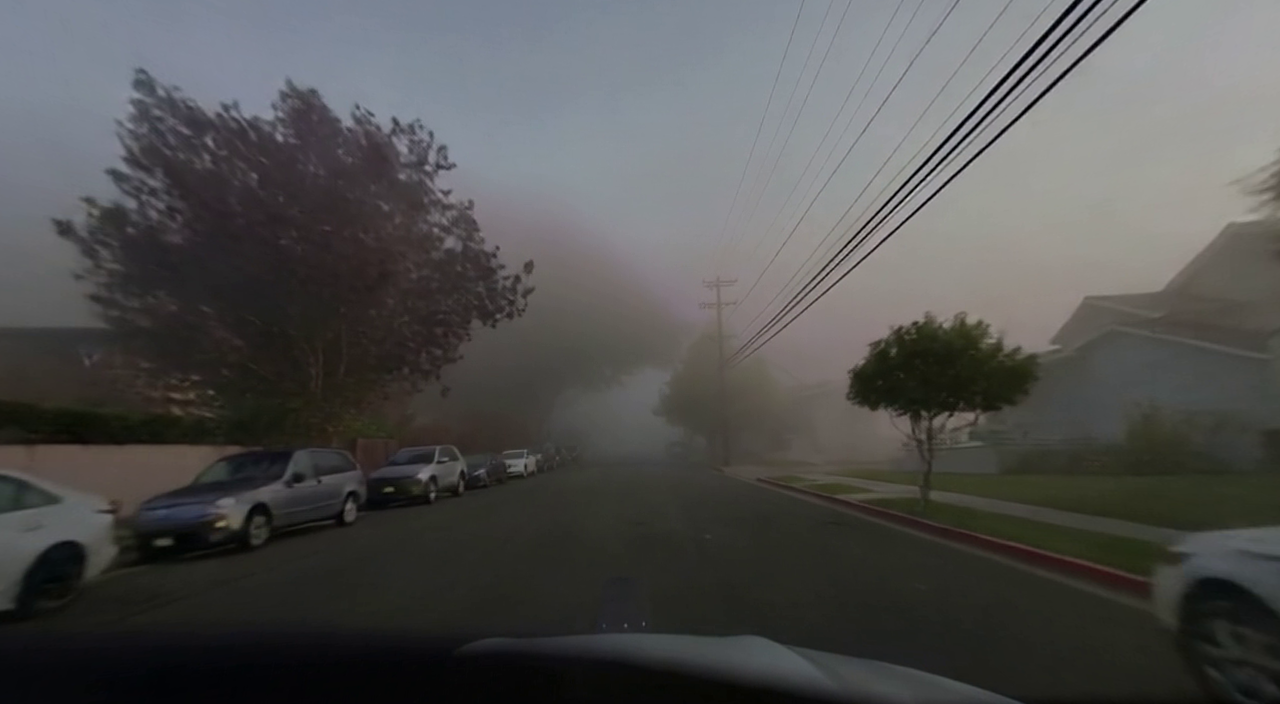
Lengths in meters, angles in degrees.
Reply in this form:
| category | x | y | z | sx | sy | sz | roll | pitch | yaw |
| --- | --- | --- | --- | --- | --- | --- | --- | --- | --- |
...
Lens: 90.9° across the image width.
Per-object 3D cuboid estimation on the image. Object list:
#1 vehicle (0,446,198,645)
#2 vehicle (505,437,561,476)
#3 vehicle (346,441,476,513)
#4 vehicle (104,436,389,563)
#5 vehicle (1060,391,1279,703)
| category | x | y | z | sx | sy | sz | roll | pitch | yaw |
| --- | --- | --- | --- | --- | --- | --- | --- | --- | --- |
| vehicle | -6.111 | 1.489 | 4.662 | 2.231 | 1.492 | 4.727 | 1 | -8 | 0 |
| vehicle | -6.055 | 5.972 | 36.310 | 2.222 | 2.022 | 5.547 | 0 | -8 | 0 |
| vehicle | -6.124 | 3.335 | 17.494 | 1.848 | 1.698 | 4.482 | 0 | -8 | 1 |
| vehicle | -6.186 | 2.297 | 10.743 | 1.932 | 1.673 | 4.457 | 0 | -8 | 1 |
| vehicle | 3.870 | 0.815 | 1.671 | 2.006 | 1.607 | 5.068 | 0 | -9 | 0 |
